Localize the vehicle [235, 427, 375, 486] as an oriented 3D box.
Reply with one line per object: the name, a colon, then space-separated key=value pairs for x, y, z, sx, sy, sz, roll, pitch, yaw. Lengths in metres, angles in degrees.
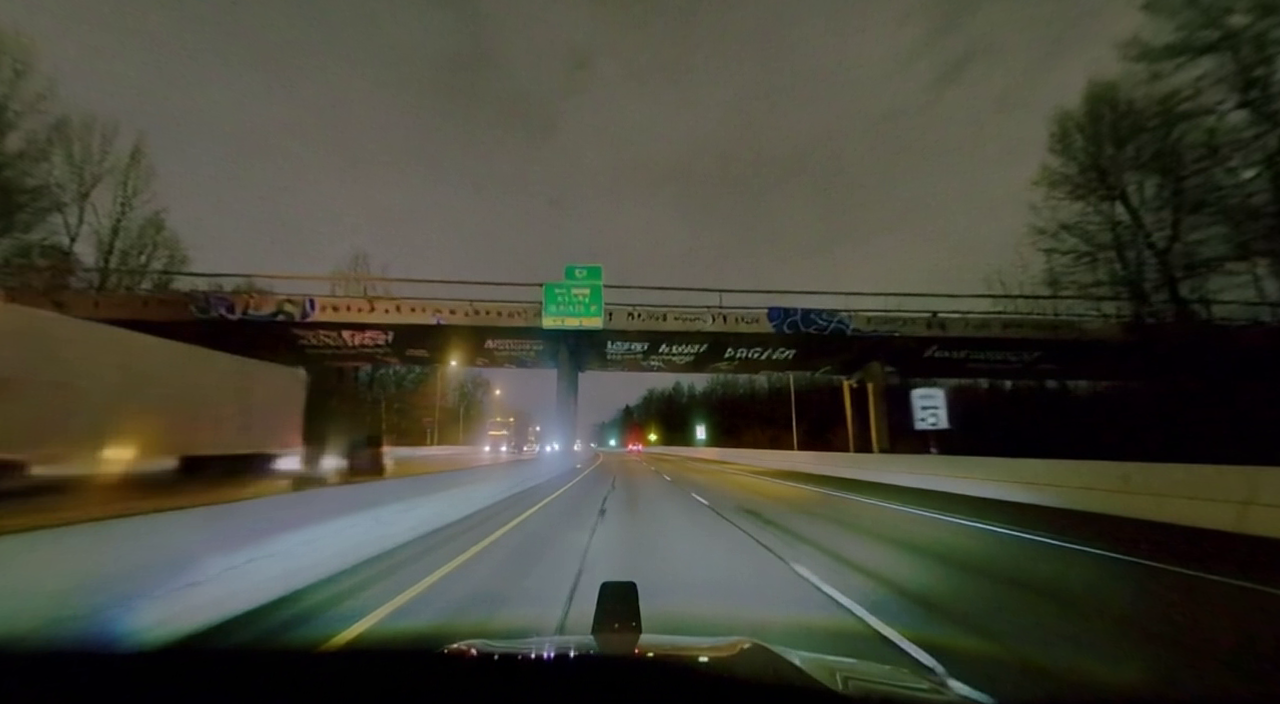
vehicle: x=-9.527 y=3.016 z=18.264 sx=1.879 sy=1.505 sz=4.047 roll=0 pitch=-9 yaw=-1

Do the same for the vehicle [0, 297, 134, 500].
vehicle: x=-13.711 y=0.903 z=11.982 sx=2.987 sy=3.824 sz=5.991 roll=0 pitch=-9 yaw=-2
